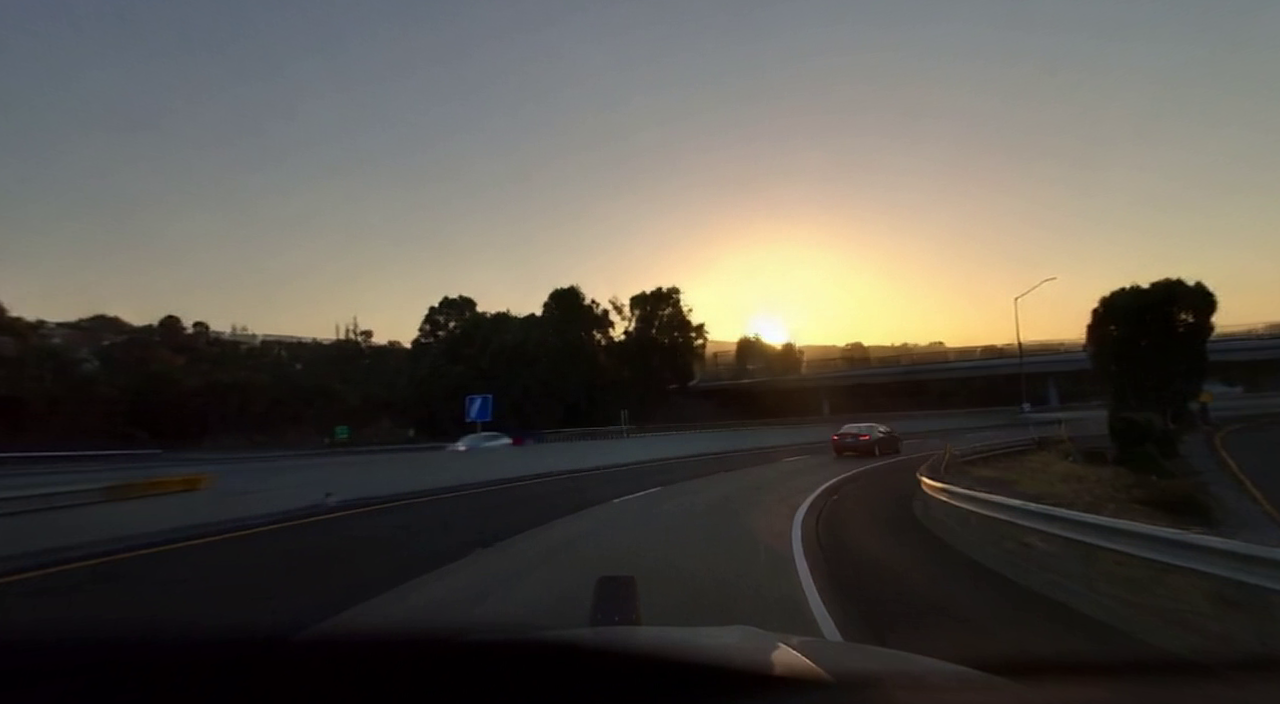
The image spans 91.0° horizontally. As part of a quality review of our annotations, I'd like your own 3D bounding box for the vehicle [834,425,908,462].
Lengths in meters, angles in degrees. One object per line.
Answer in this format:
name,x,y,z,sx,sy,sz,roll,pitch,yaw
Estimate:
vehicle,10.700,4.183,28.999,2.028,1.440,3.970,-2,-7,38
